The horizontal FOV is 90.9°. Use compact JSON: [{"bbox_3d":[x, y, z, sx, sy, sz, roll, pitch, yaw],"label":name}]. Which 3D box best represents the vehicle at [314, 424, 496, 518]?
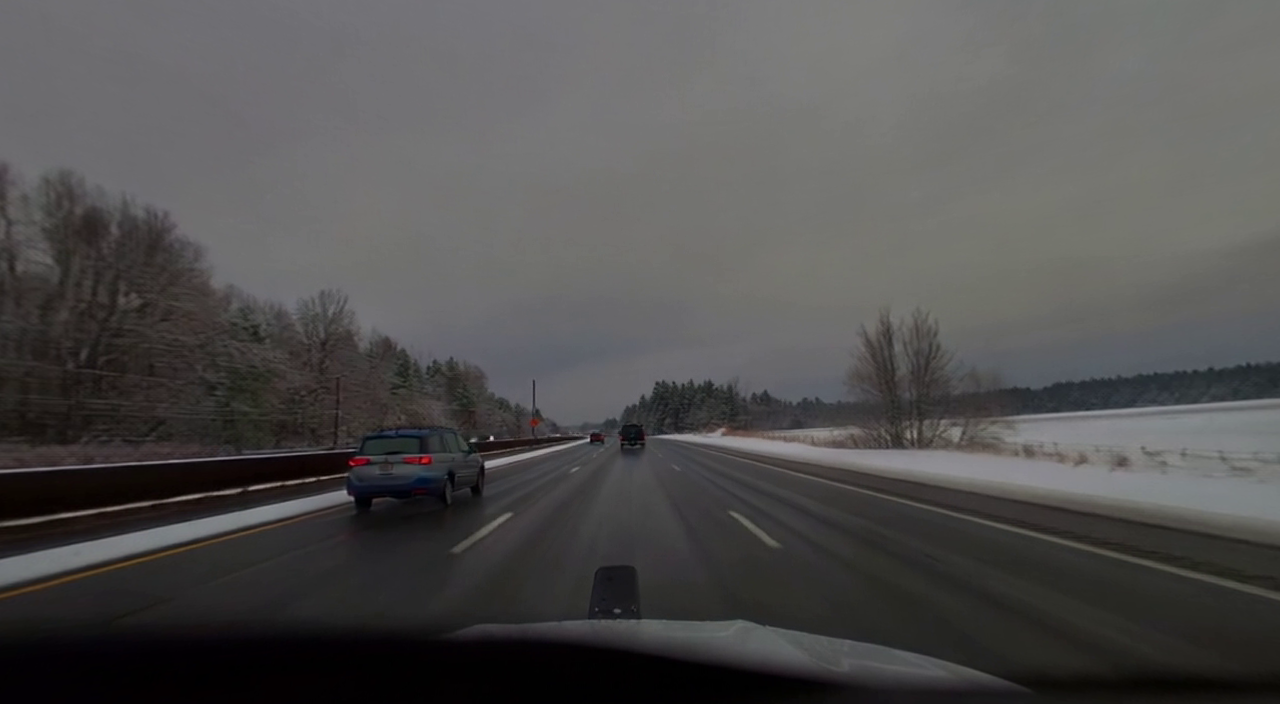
[{"bbox_3d":[-4.220,2.180,12.135,1.931,1.483,4.105,0,-8,0],"label":"vehicle"}]

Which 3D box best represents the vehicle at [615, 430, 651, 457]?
[{"bbox_3d":[-0.462,5.857,40.332,2.162,1.616,4.242,0,-8,-1],"label":"vehicle"}]
